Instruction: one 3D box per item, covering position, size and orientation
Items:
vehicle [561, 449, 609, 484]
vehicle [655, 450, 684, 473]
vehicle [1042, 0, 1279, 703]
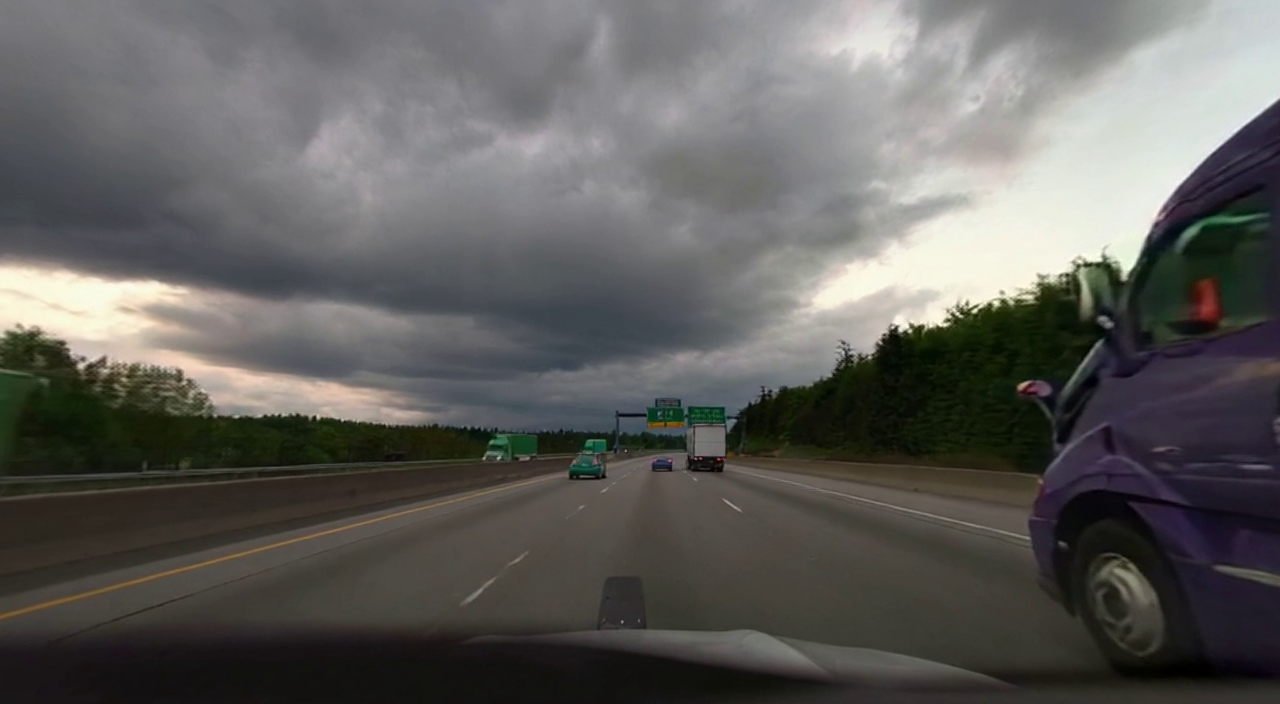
[{"bbox_3d":[-2.591,5.535,30.758,1.960,1.579,4.384,0,-9,0],"label":"vehicle"},{"bbox_3d":[2.074,7.853,45.218,1.957,1.541,4.099,0,-9,1],"label":"vehicle"},{"bbox_3d":[4.511,-0.274,1.525,3.020,3.962,5.781,0,-9,0],"label":"vehicle"}]
